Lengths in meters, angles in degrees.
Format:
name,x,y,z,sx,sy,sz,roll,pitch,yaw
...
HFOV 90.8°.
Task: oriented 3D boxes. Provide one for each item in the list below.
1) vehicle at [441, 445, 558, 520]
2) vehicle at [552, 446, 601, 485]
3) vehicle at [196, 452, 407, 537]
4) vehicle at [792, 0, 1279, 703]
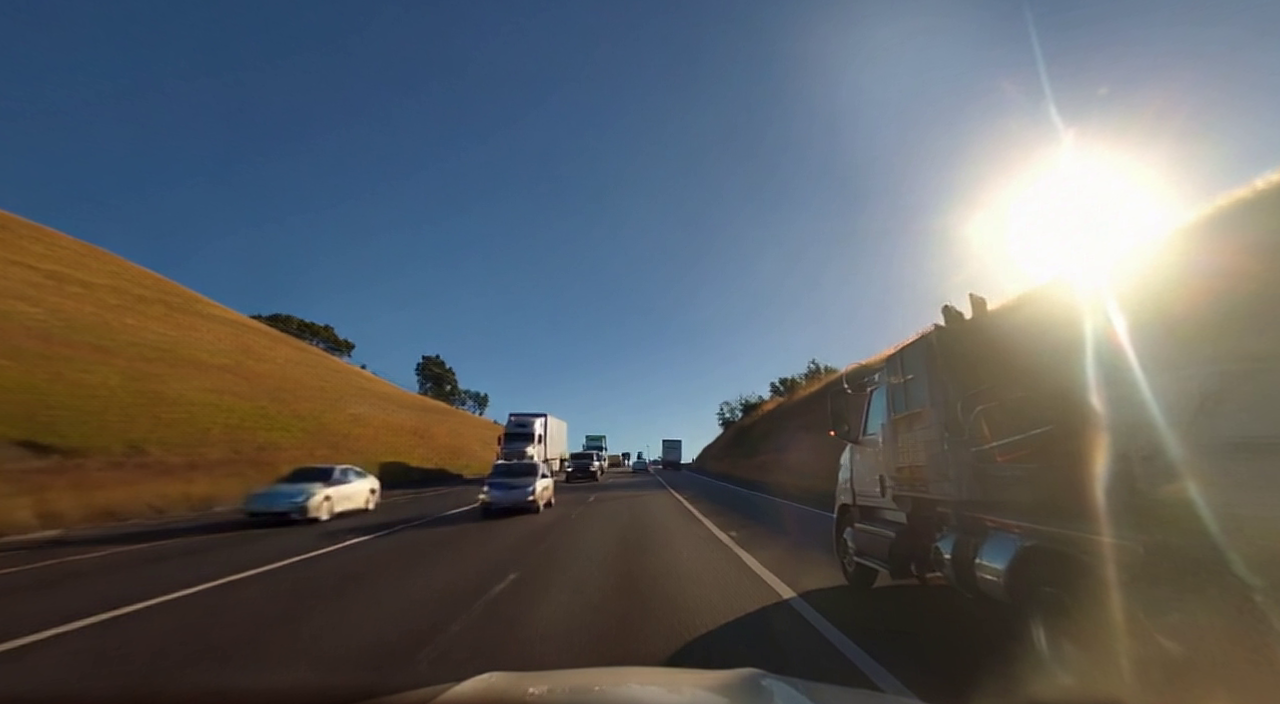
name,x,y,z,sx,sy,sz,roll,pitch,yaw
vehicle,-3.275,3.107,15.513,2.005,1.598,3.684,0,-9,0
vehicle,-3.172,5.773,32.416,2.088,1.860,4.164,0,-9,0
vehicle,-6.670,2.815,13.159,1.911,1.422,4.515,0,-9,0
vehicle,3.222,0.134,3.939,2.959,3.973,5.928,0,-9,0
